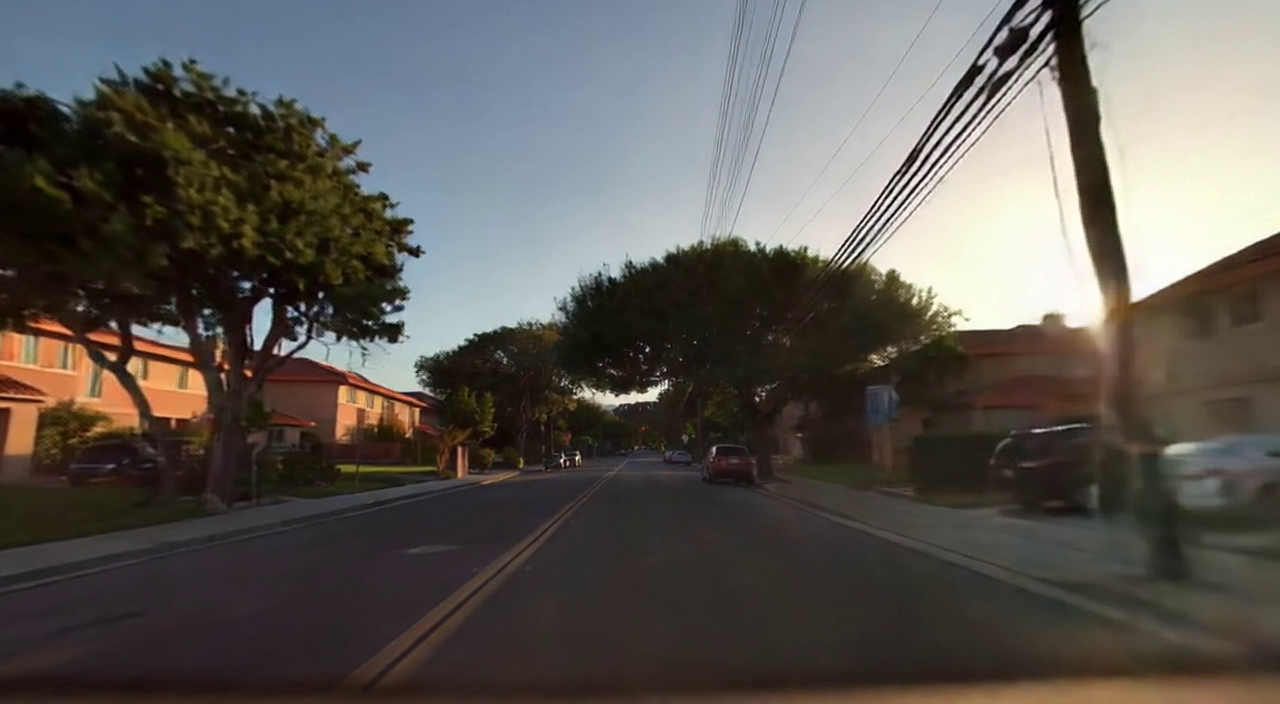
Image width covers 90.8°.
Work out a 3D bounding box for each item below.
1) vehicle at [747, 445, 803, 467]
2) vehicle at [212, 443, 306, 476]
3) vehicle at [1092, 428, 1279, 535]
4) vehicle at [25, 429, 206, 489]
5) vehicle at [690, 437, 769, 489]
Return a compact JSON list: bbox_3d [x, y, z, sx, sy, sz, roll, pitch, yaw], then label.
[{"bbox_3d":[10.155,7.871,47.744,3.823,1.613,1.761,0,-9,-1],"label":"vehicle"},{"bbox_3d":[-21.892,6.155,36.597,2.139,1.746,5.099,-1,-9,2],"label":"vehicle"},{"bbox_3d":[10.309,1.993,10.063,4.625,1.501,2.011,0,-9,0],"label":"vehicle"},{"bbox_3d":[-18.080,3.720,22.233,2.034,1.829,5.161,0,-9,-2],"label":"vehicle"},{"bbox_3d":[3.448,4.408,25.429,2.114,1.858,5.144,0,-9,-3],"label":"vehicle"}]
